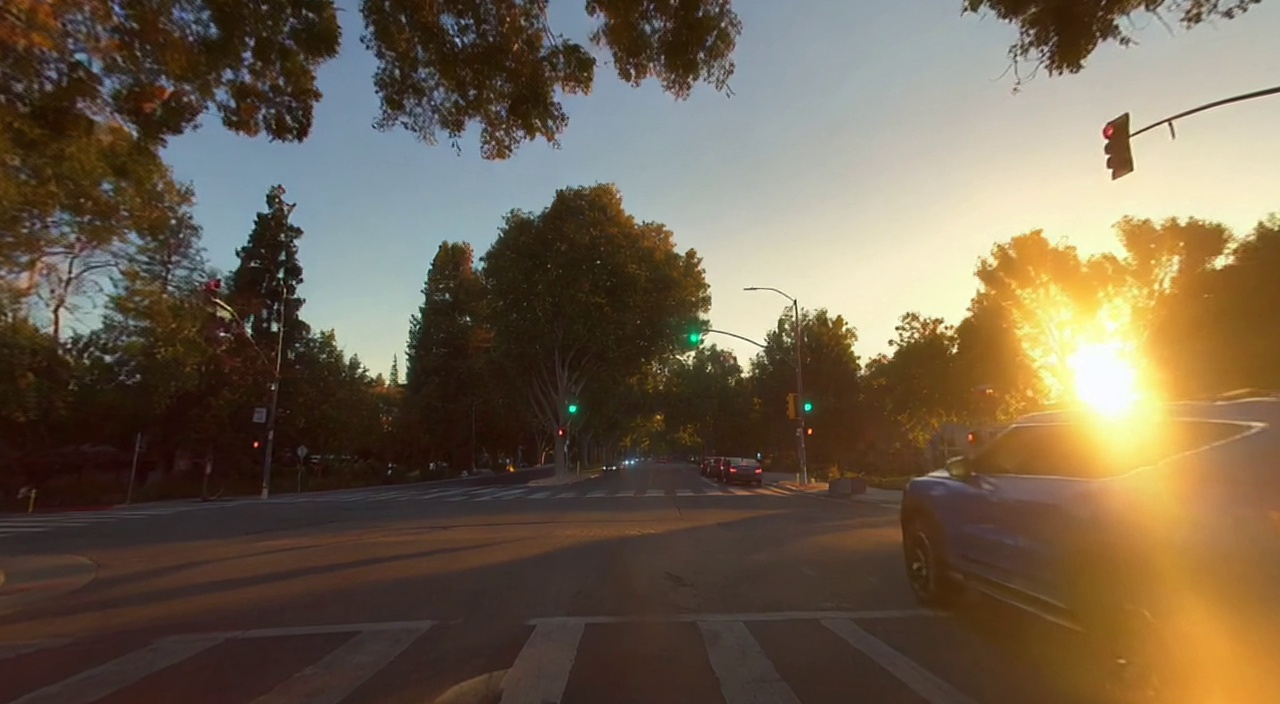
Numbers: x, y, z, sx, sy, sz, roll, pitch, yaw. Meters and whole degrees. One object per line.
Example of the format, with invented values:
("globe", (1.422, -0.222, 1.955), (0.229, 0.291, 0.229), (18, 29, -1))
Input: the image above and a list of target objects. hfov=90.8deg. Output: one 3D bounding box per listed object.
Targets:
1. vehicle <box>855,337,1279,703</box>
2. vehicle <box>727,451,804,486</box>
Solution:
("vehicle", (3.205, 1.019, 3.691), (2.140, 1.655, 4.786), (0, -8, -1))
("vehicle", (8.844, 8.261, 45.426), (2.771, 2.214, 7.159), (2, -9, -12))
